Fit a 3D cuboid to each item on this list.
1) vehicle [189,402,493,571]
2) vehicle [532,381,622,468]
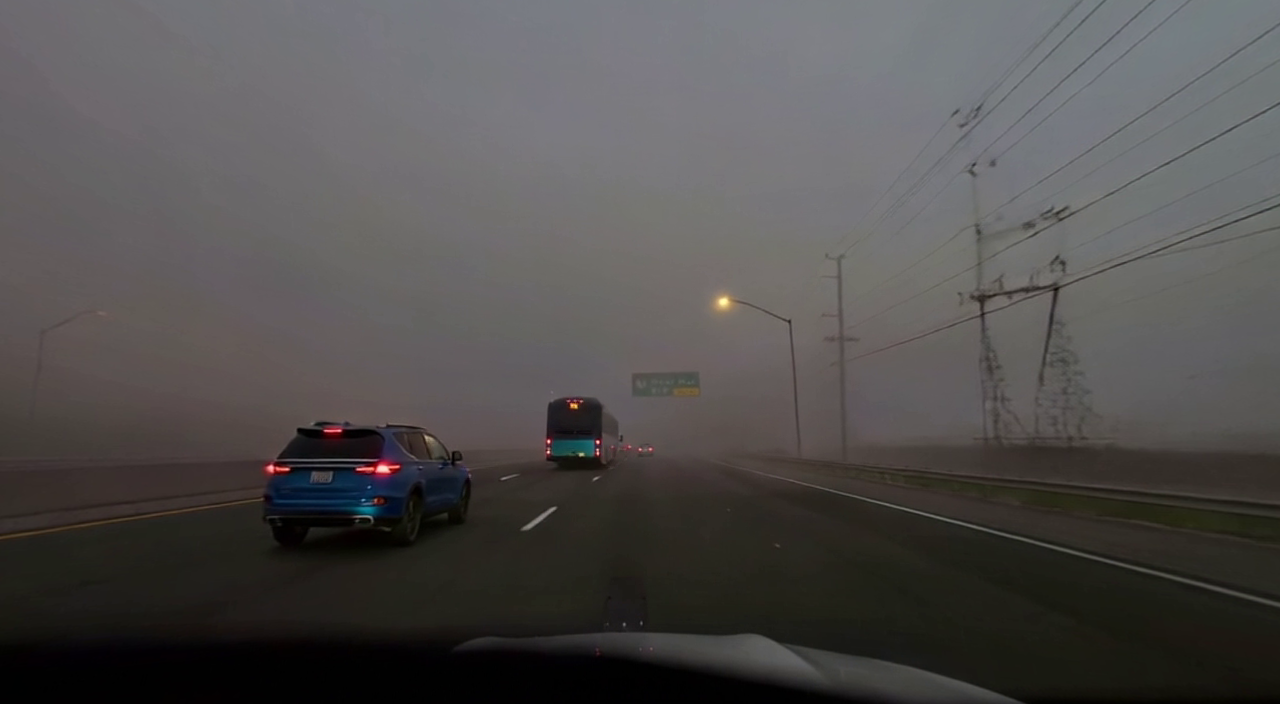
[{"bbox_3d":[-3.592,1.702,8.679,2.021,1.730,4.223,0,-8,1],"label":"vehicle"},{"bbox_3d":[-2.897,4.097,33.320,3.382,3.712,11.766,1,-9,1],"label":"vehicle"}]
